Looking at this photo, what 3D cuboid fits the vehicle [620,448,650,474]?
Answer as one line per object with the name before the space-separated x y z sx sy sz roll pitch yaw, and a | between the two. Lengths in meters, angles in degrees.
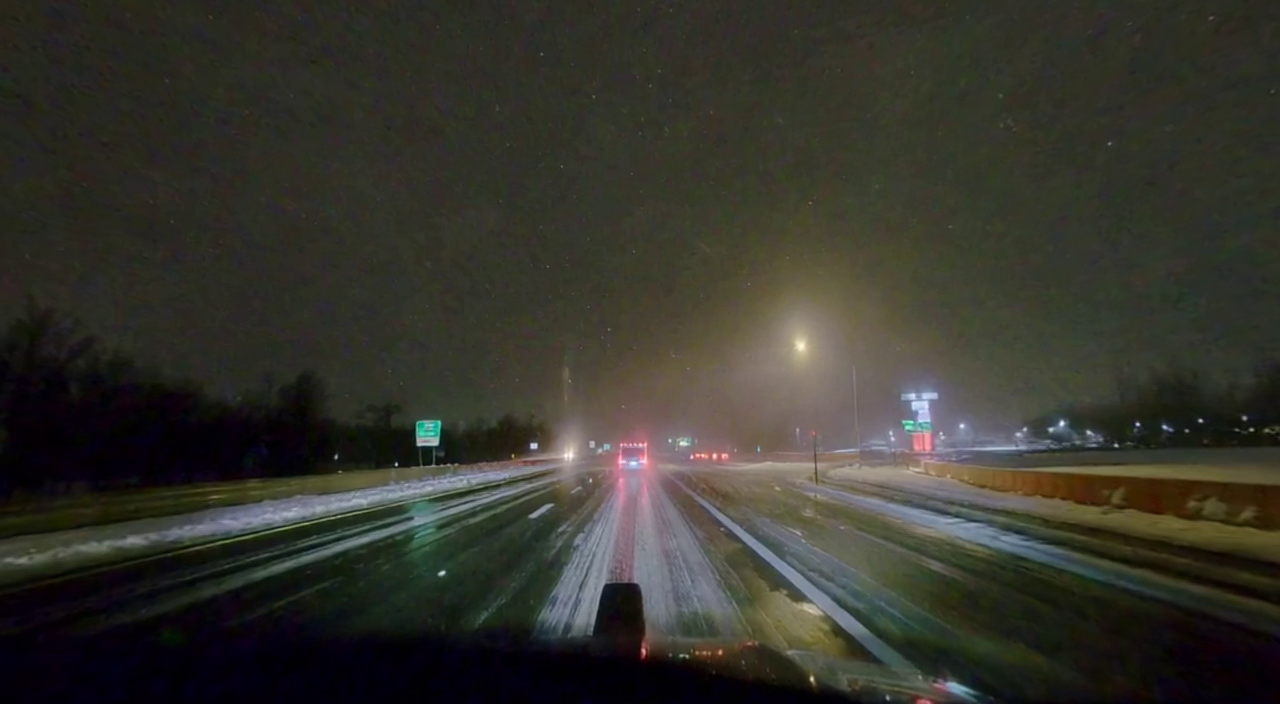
vehicle | -0.264 6.341 36.810 1.695 1.437 3.506 0 -9 1
